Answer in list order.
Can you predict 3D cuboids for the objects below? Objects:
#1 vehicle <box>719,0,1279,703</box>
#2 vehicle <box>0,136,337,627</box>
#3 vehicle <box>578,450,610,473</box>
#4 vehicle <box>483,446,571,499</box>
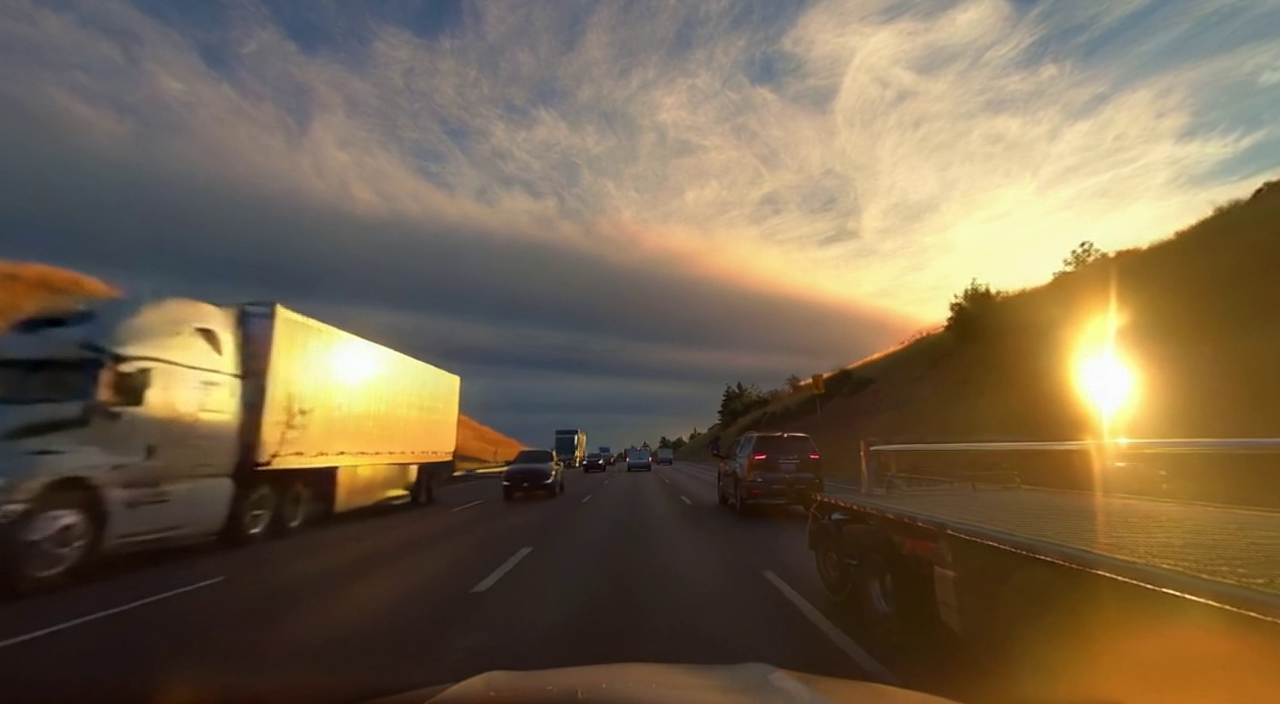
[{"bbox_3d":[3.356,0.510,7.383,2.845,4.071,14.008,0,-9,-1],"label":"vehicle"},{"bbox_3d":[-6.741,0.629,7.699,3.004,3.974,5.891,0,-9,0],"label":"vehicle"},{"bbox_3d":[-3.313,8.005,46.182,1.949,1.555,3.888,0,-9,1],"label":"vehicle"},{"bbox_3d":[-3.677,3.999,21.378,2.088,1.589,4.464,0,-9,1],"label":"vehicle"}]
